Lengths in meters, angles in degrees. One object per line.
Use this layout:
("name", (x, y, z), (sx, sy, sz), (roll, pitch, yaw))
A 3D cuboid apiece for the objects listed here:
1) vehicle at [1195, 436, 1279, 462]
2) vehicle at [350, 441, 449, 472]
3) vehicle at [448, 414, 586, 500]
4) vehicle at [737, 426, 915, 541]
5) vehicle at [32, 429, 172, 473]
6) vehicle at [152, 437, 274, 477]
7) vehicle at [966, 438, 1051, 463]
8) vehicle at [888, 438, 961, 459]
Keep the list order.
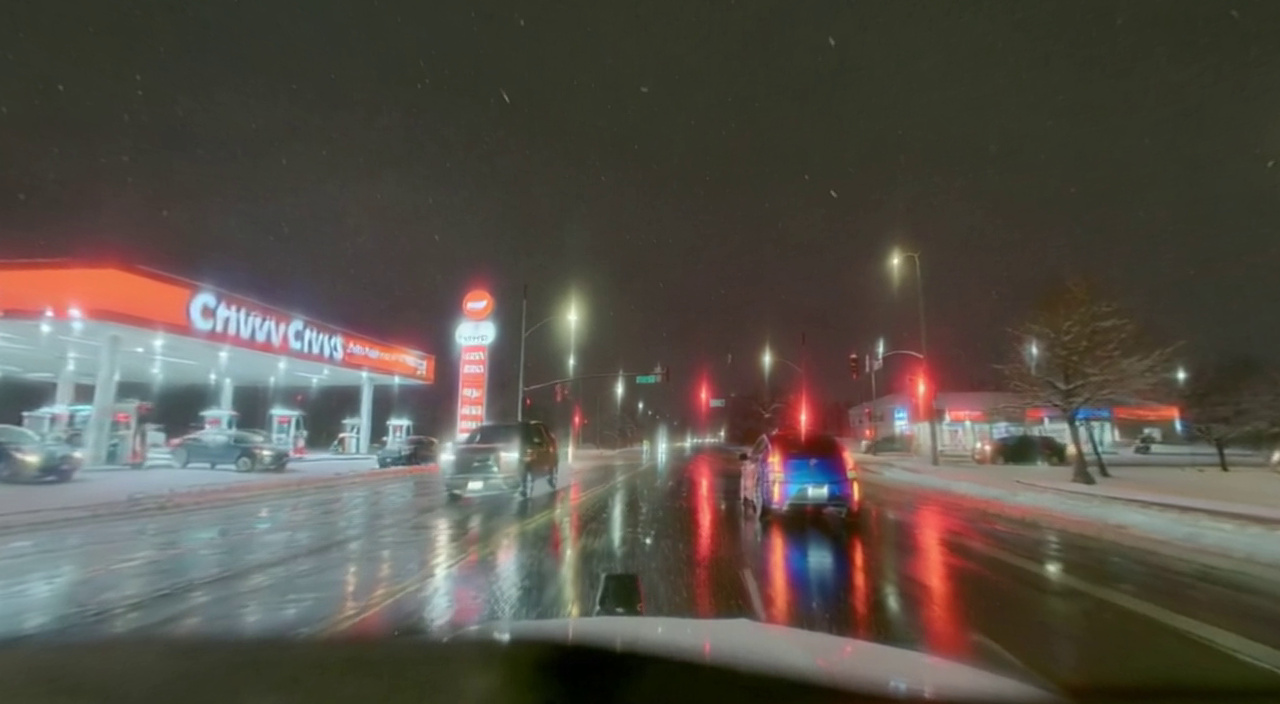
("vehicle", (40.209, 6.416, 41.907), (4.568, 1.643, 1.911), (-3, -9, 19))
("vehicle", (-12.707, 5.514, 33.634), (1.854, 1.501, 4.561), (-8, -11, 40))
("vehicle", (-3.074, 2.812, 17.176), (2.334, 1.966, 5.056), (-1, -9, 5))
("vehicle", (2.843, 2.103, 10.756), (1.995, 1.525, 4.392), (-1, -9, 5))
("vehicle", (-24.466, 4.505, 28.774), (4.975, 1.863, 2.443), (-3, -9, 18))
("vehicle", (-17.894, 4.377, 26.485), (4.610, 1.515, 2.112), (-5, -10, 26))
("vehicle", (23.342, 6.266, 40.205), (4.510, 1.483, 1.774), (-5, -10, 28))
("vehicle", (21.431, 7.308, 47.666), (4.681, 1.495, 2.096), (-6, -10, 32))
